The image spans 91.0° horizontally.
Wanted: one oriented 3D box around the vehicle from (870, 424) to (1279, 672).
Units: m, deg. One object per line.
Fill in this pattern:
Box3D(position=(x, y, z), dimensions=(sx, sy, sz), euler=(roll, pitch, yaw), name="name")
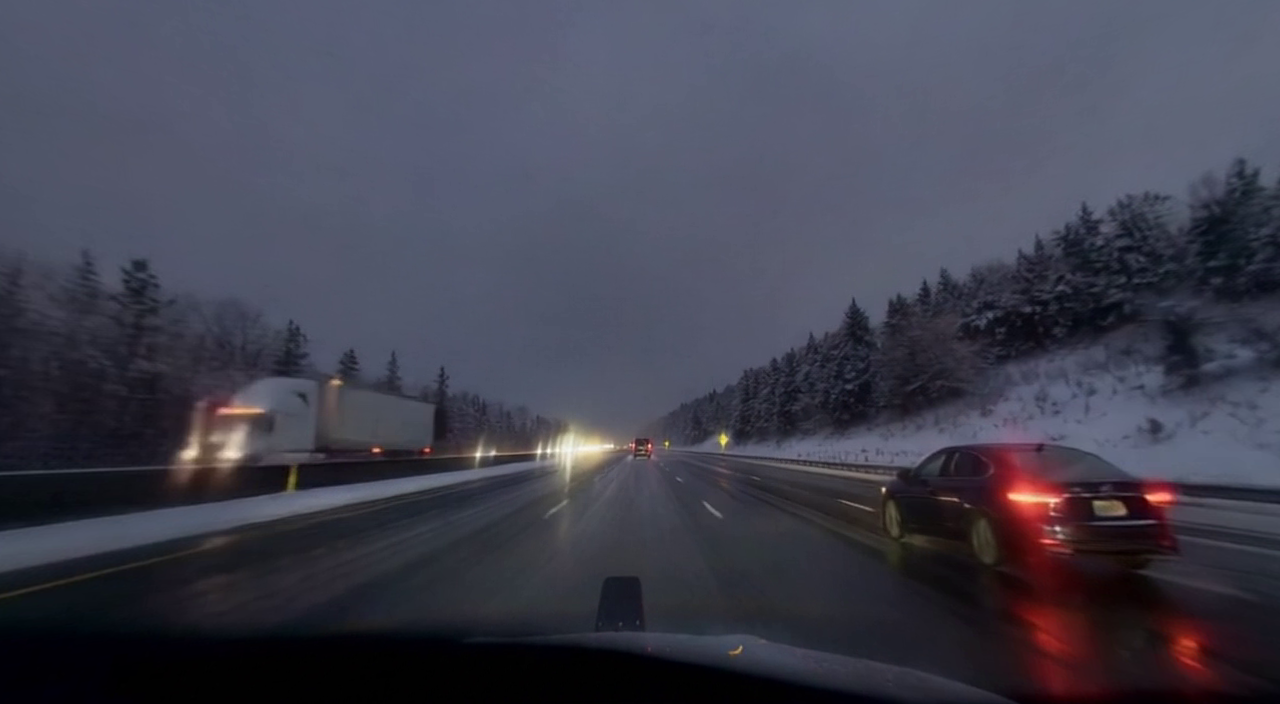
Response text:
Box3D(position=(4.015, 1.527, 6.027), dimensions=(1.976, 1.495, 4.217), euler=(0, -9, 0), name="vehicle")
